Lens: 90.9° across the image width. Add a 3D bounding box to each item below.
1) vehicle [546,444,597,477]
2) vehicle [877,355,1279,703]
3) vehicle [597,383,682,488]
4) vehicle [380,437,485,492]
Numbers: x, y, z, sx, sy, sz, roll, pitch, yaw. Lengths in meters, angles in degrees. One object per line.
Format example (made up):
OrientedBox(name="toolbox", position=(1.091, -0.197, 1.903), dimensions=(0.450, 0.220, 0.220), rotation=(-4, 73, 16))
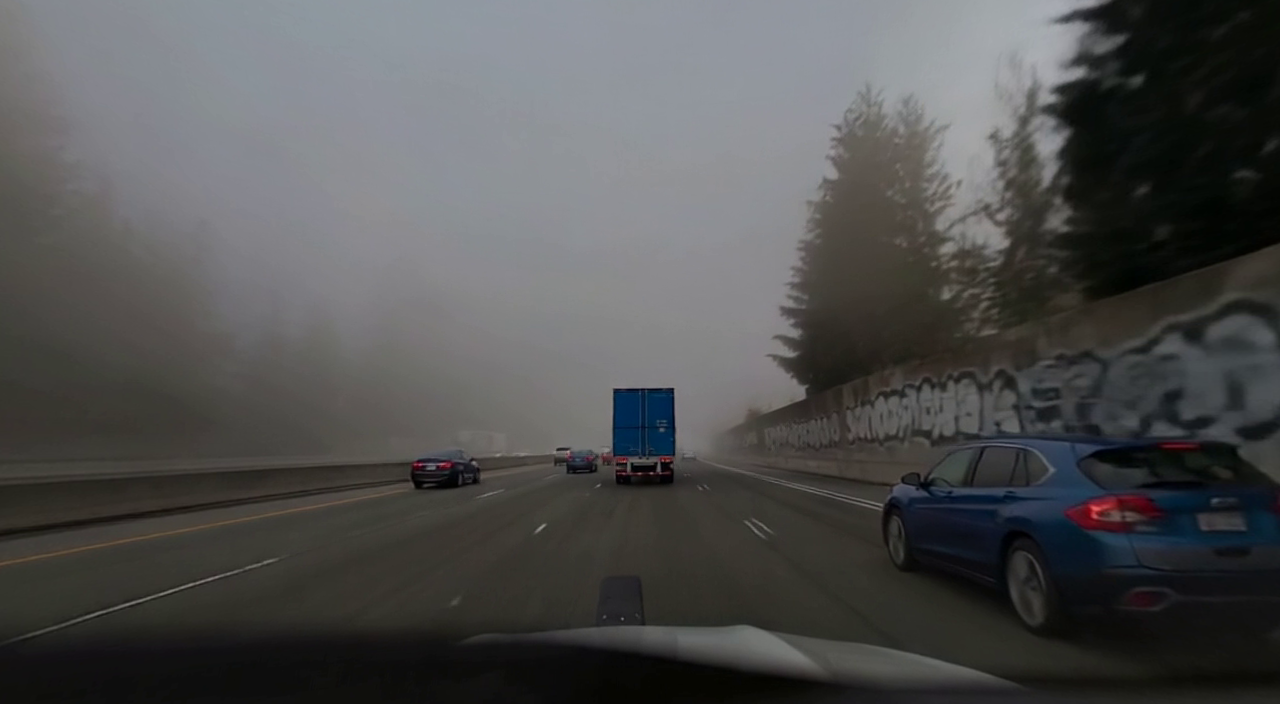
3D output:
OrientedBox(name="vehicle", position=(-3.343, 5.416, 31.667), dimensions=(2.020, 1.505, 4.171), rotation=(0, -9, 1))
OrientedBox(name="vehicle", position=(3.792, 1.189, 4.816), dimensions=(2.205, 1.689, 4.403), rotation=(0, -9, 0))
OrientedBox(name="vehicle", position=(-0.023, 3.659, 26.868), dimensions=(2.915, 3.661, 9.741), rotation=(0, -9, 0))
OrientedBox(name="vehicle", position=(-6.661, 3.651, 20.750), dimensions=(2.005, 1.607, 4.042), rotation=(0, -9, 1))
